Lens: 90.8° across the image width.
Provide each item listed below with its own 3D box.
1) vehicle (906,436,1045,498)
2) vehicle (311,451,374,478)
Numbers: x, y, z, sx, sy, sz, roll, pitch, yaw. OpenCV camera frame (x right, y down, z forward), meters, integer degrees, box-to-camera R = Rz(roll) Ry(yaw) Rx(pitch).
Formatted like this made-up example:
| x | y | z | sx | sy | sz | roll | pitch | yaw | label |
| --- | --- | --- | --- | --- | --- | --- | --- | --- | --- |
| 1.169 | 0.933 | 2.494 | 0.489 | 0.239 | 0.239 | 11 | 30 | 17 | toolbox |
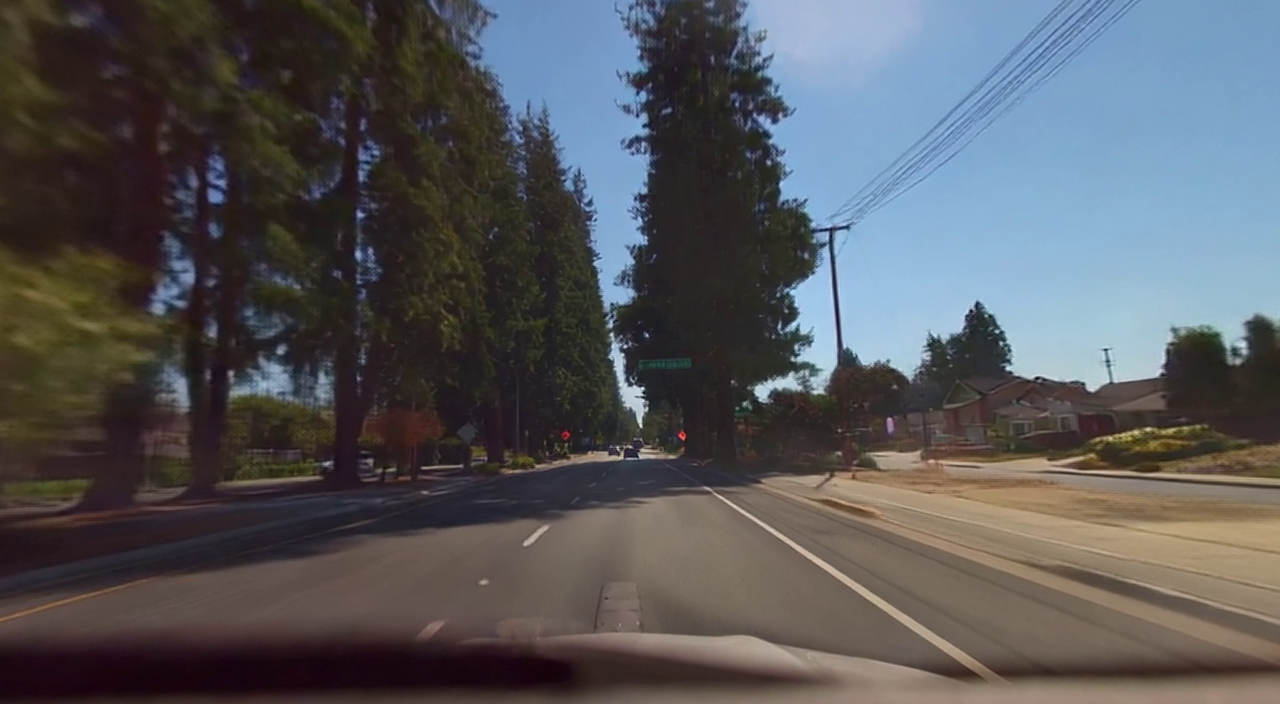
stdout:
| x | y | z | sx | sy | sz | roll | pitch | yaw | label |
| --- | --- | --- | --- | --- | --- | --- | --- | --- | --- |
| 8.736 | 3.008 | 16.862 | 1.733 | 1.449 | 3.764 | -1 | -9 | 2 | vehicle |
| -20.110 | 7.597 | 42.931 | 2.076 | 1.663 | 4.545 | -2 | -9 | 0 | vehicle |
